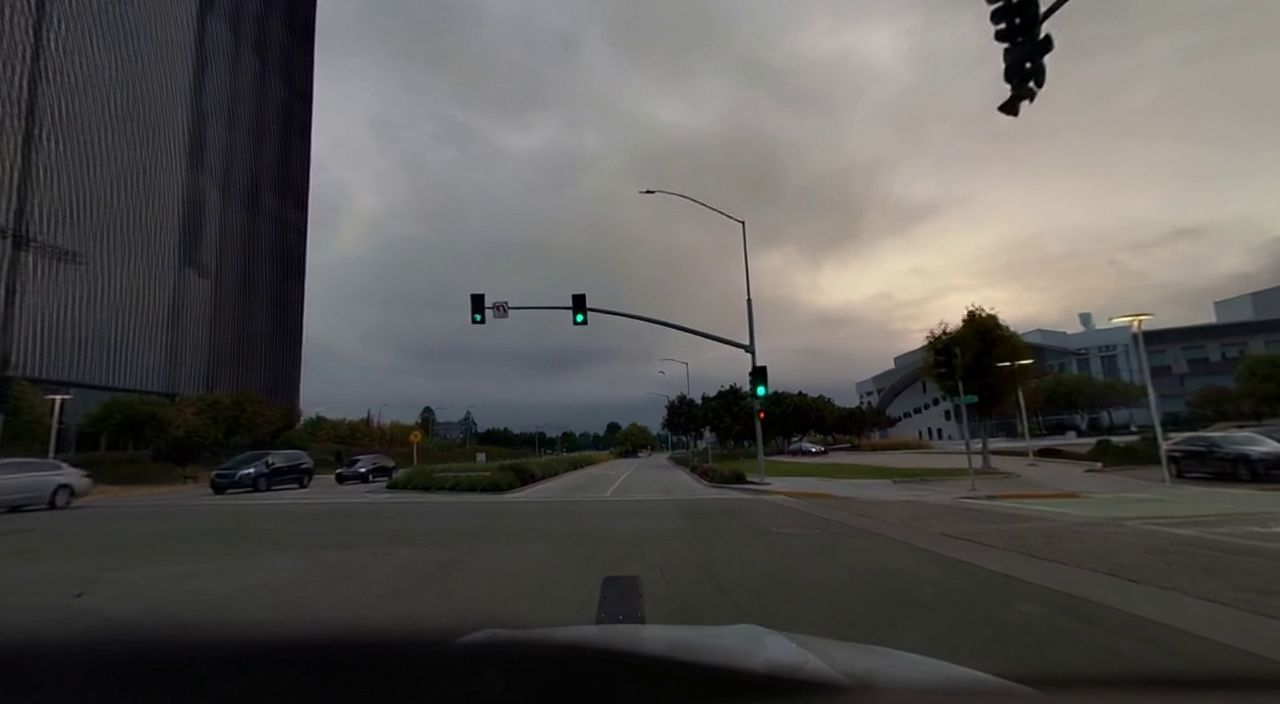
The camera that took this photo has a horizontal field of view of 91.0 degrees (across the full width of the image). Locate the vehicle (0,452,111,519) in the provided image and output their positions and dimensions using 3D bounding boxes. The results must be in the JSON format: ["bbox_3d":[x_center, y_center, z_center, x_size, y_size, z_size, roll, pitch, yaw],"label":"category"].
[{"bbox_3d":[-15.187,3.088,14.678,1.790,1.437,4.349,0,-9,2],"label":"vehicle"}]

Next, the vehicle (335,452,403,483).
[{"bbox_3d":[-15.109,6.434,35.336,1.932,1.605,4.146,0,-9,0],"label":"vehicle"}]

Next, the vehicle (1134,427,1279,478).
[{"bbox_3d":[19.074,3.304,20.796,1.834,1.480,4.458,1,-9,-1],"label":"vehicle"}]

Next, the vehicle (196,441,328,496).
[{"bbox_3d":[-14.846,4.569,25.177,2.091,1.915,5.040,0,-9,0],"label":"vehicle"}]
